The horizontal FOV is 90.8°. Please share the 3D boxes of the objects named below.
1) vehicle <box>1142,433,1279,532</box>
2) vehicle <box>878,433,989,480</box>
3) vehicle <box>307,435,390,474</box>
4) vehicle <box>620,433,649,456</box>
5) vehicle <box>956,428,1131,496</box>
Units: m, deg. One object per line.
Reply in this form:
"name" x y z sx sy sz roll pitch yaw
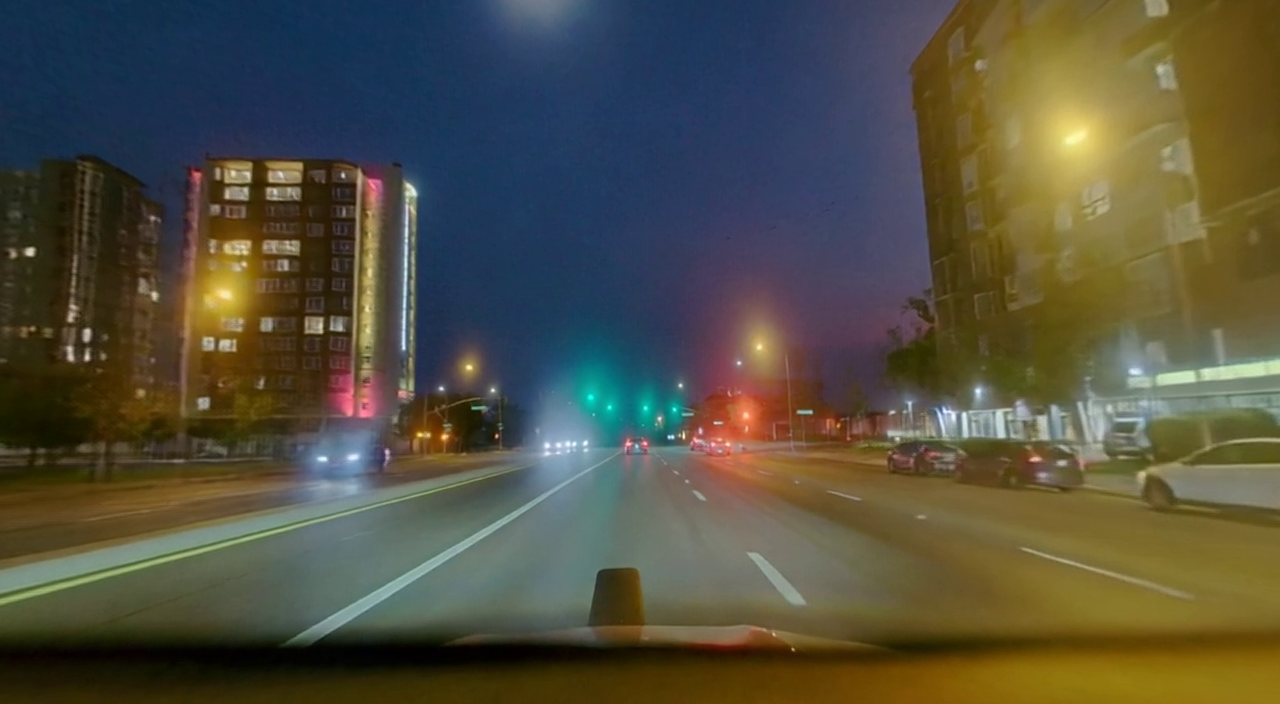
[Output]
"vehicle" 10.323 1.948 9.497 1.861 1.446 4.413 0 -9 -1
"vehicle" 10.368 3.722 22.740 1.948 1.489 4.276 0 -9 0
"vehicle" -13.789 4.871 30.193 2.046 1.682 4.518 0 -9 -4
"vehicle" -0.403 6.722 45.968 2.032 1.593 3.896 0 -9 0
"vehicle" 10.562 2.904 16.978 1.905 1.597 4.040 0 -9 -2
